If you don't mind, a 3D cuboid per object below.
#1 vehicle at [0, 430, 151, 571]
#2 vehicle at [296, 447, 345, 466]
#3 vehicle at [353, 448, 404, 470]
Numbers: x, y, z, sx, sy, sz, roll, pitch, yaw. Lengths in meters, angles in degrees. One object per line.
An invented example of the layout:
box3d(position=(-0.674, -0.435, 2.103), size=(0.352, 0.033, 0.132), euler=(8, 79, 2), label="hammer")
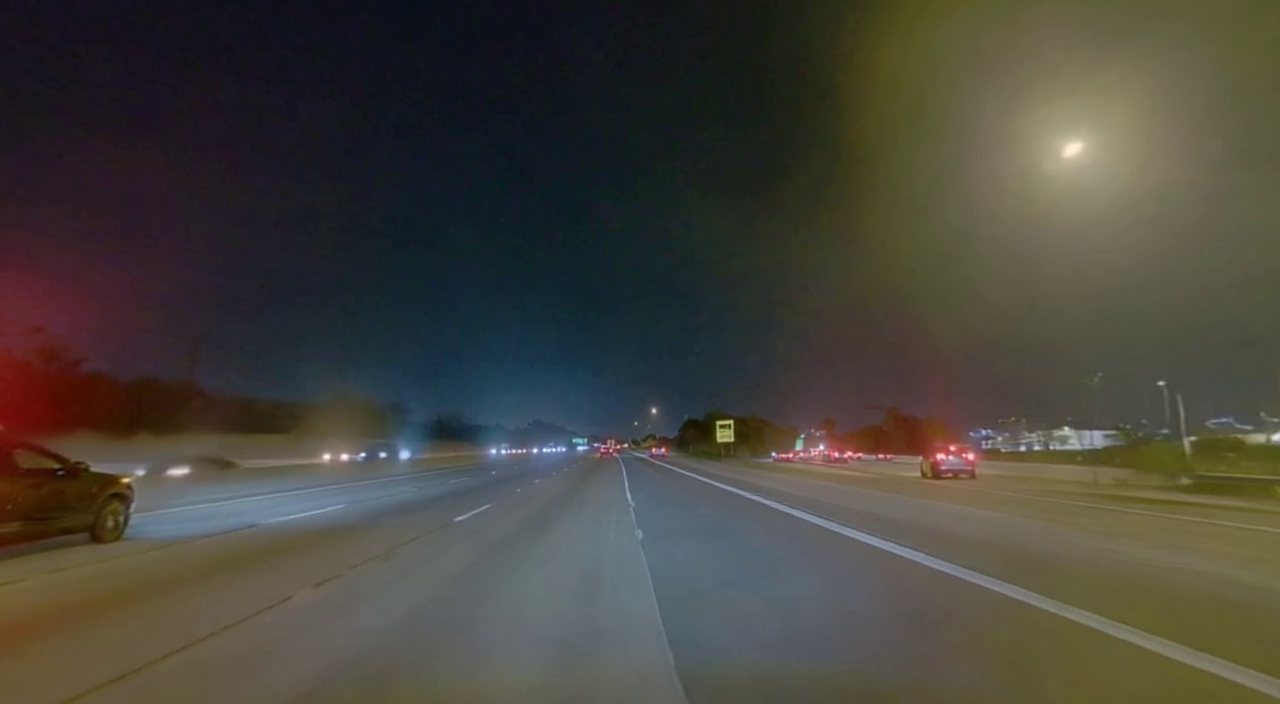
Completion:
box3d(position=(-7.926, 1.580, 6.646), size=(2.060, 1.507, 4.494), euler=(0, -9, -2), label="vehicle")
box3d(position=(-25.172, 8.232, 49.913), size=(1.890, 1.463, 3.902), euler=(0, -9, -2), label="vehicle")
box3d(position=(-18.523, 7.583, 44.972), size=(1.952, 1.427, 4.195), euler=(0, -9, -2), label="vehicle")
